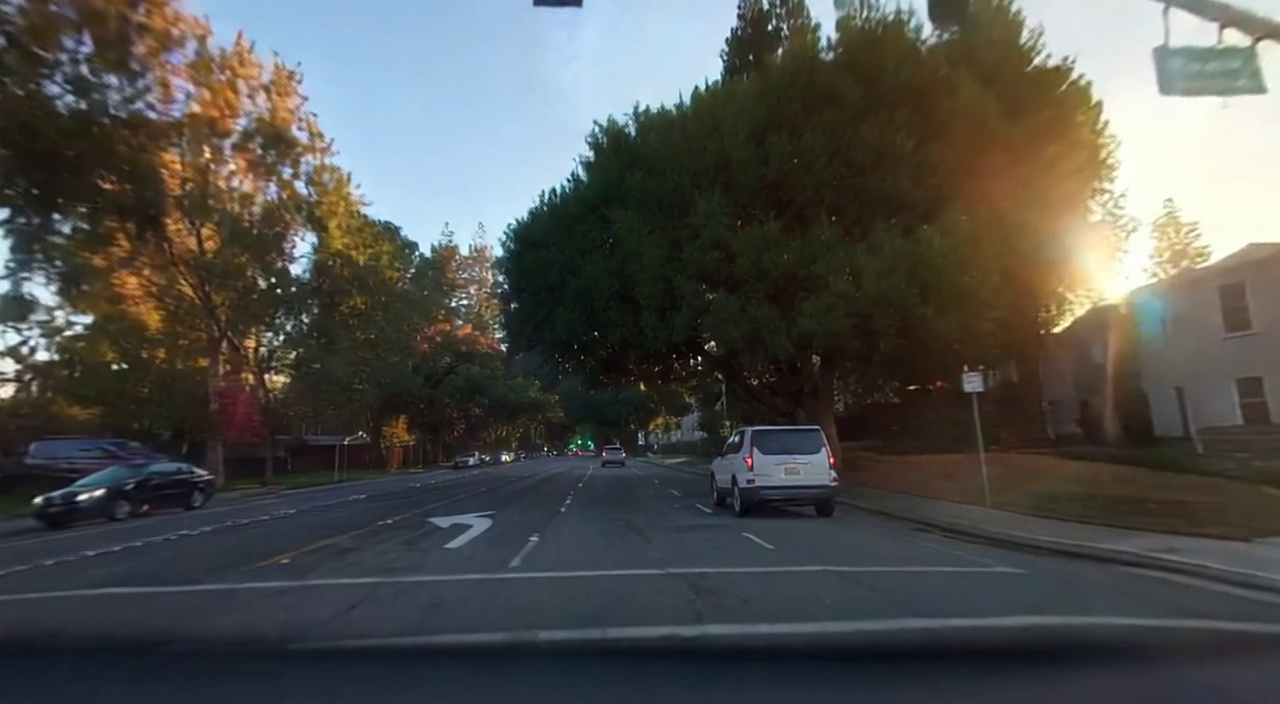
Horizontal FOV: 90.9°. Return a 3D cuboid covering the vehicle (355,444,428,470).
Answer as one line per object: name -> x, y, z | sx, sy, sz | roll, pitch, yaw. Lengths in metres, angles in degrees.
vehicle -> -19.558, 8.285, 49.816 | 4.928, 1.962, 2.048 | 0, -9, -6

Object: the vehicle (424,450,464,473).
vehicle -> -14.329, 7.994, 46.267 | 1.752, 1.496, 4.468 | -3, -9, -4

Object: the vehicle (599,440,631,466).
vehicle -> -1.797, 7.021, 43.981 | 2.138, 1.729, 4.178 | 0, -8, -4

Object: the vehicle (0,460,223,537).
vehicle -> -12.895, 3.516, 15.765 | 1.965, 1.416, 4.613 | -4, -9, -3

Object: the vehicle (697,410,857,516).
vehicle -> 2.990, 2.622, 15.380 | 2.338, 2.063, 5.592 | 0, -8, -3
